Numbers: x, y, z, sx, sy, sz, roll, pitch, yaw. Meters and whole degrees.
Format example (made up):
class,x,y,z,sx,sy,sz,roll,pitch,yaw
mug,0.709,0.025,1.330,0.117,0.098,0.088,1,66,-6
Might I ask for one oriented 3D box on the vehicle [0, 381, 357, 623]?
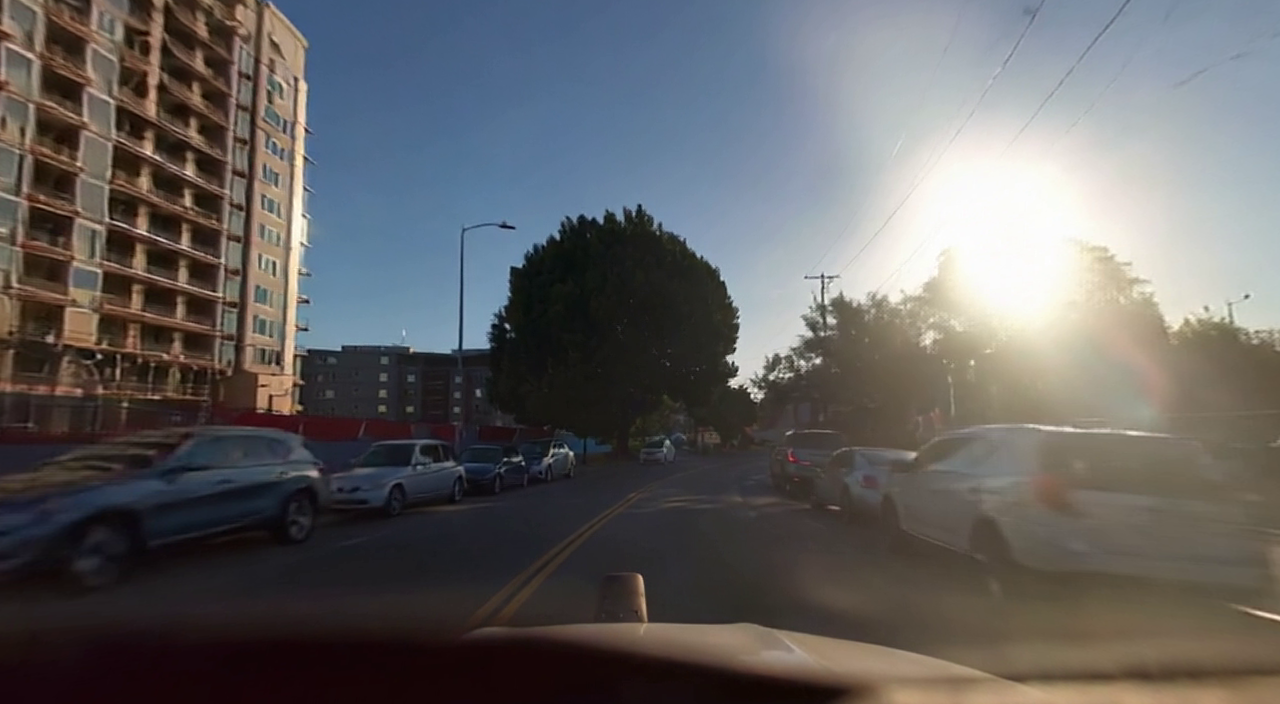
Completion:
class,x,y,z,sx,sy,sz,roll,pitch,yaw
vehicle,-5.910,1.539,7.392,2.194,1.861,5.725,-1,-9,4

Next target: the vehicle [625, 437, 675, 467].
class,x,y,z,sx,sy,sz,roll,pitch,yaw
vehicle,0.749,6.686,42.159,1.953,1.871,4.712,-3,-9,19

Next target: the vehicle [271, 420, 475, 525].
class,x,y,z,sx,sy,sz,roll,pitch,yaw
vehicle,-5.558,2.565,14.016,1.976,1.886,4.831,-1,-9,6

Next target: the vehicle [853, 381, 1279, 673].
class,x,y,z,sx,sy,sz,roll,pitch,yaw
vehicle,3.884,1.447,6.429,2.084,1.804,4.882,-1,-9,5
